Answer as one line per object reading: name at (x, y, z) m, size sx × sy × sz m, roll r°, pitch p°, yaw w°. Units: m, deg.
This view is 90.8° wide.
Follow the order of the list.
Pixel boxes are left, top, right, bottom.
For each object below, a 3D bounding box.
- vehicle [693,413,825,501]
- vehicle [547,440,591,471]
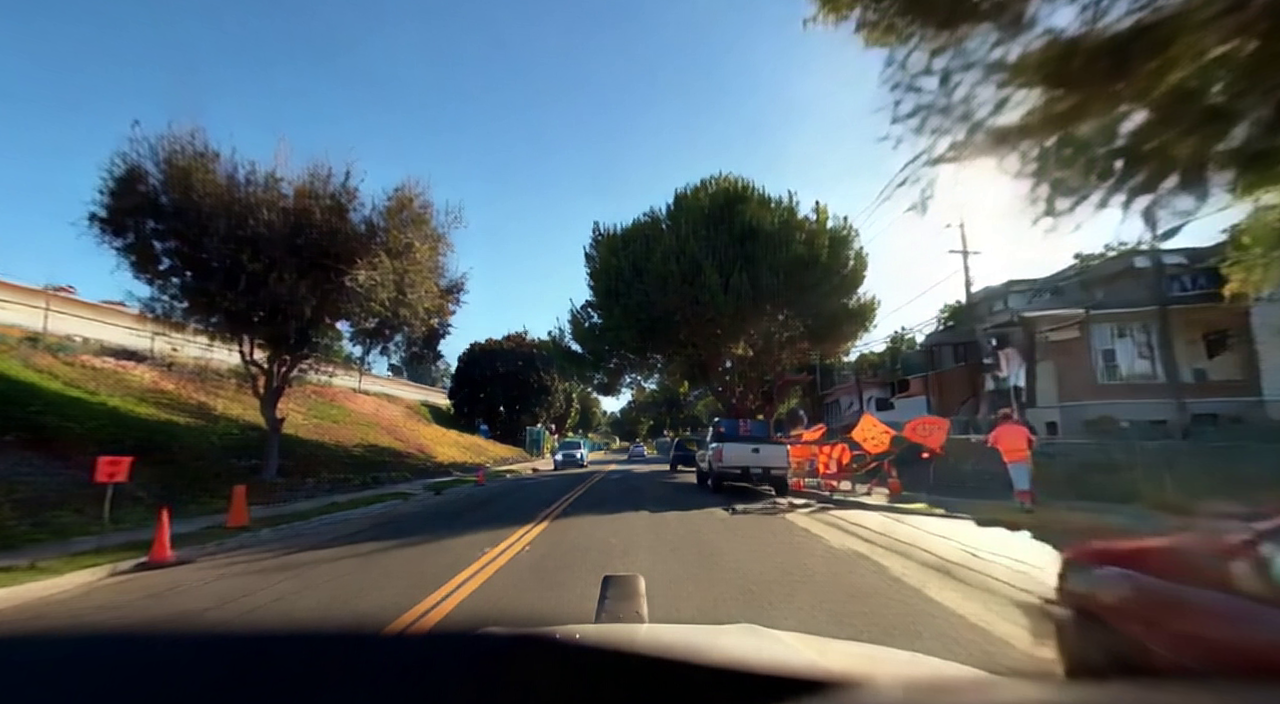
vehicle at (3.146, 3.003, 18.488) m, size 2.759 × 2.114 × 6.152 m, roll 0°, pitch -8°, yaw 1°
vehicle at (-4.078, 6.023, 36.955) m, size 2.078 × 1.716 × 4.367 m, roll 0°, pitch -8°, yaw 0°
